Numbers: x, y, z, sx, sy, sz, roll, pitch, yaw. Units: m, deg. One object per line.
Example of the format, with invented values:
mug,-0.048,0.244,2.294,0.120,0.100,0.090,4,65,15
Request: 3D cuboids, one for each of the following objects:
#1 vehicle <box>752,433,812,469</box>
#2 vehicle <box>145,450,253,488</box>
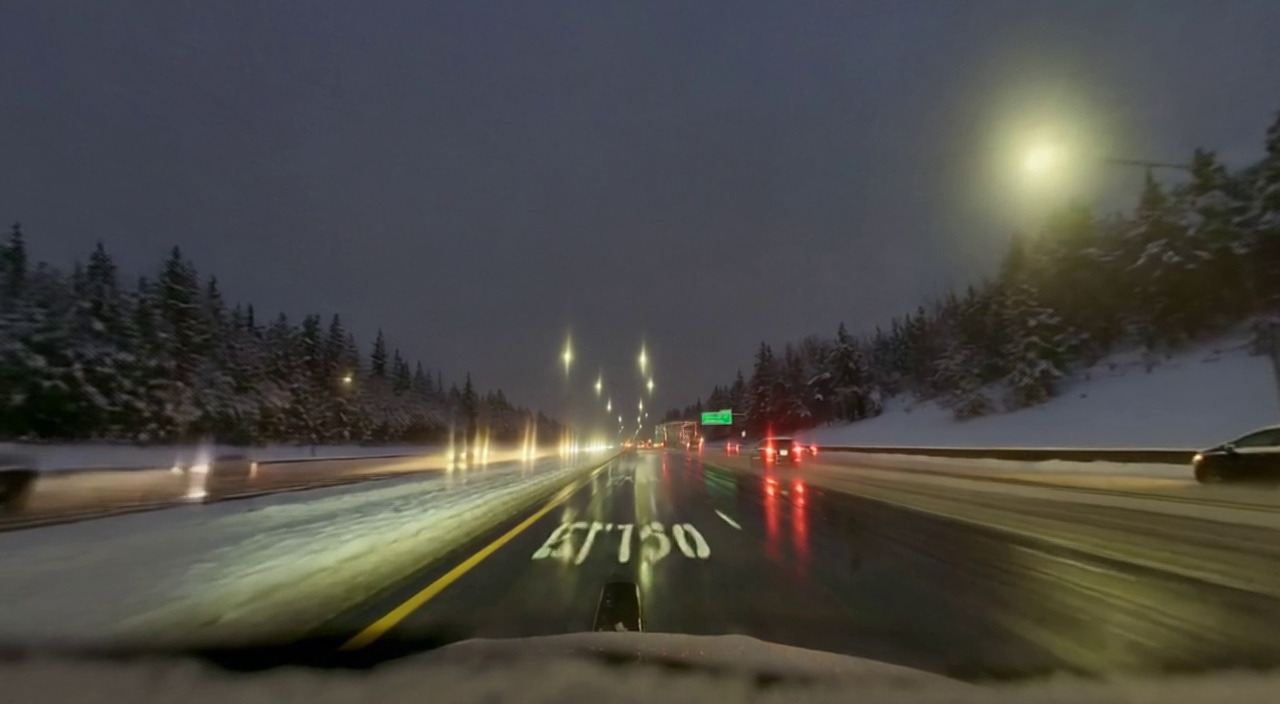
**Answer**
vehicle,7.670,5.407,34.587,2.098,1.820,4.505,0,-9,-2
vehicle,-20.986,5.536,30.369,1.879,1.647,4.631,0,-9,-1
